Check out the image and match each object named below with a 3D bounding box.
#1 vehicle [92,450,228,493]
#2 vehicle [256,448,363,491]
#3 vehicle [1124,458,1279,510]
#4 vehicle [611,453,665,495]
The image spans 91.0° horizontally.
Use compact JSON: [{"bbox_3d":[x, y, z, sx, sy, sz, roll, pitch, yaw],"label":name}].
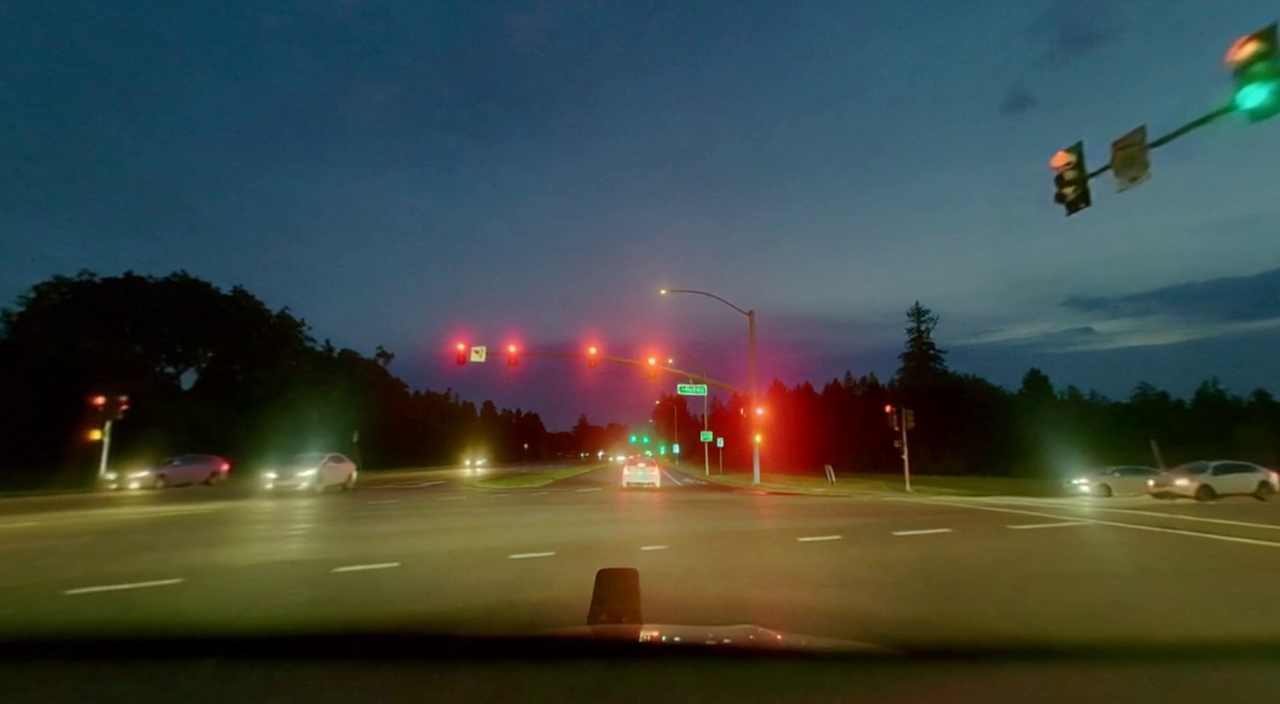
[{"bbox_3d":[-21.746,5.390,28.818,2.189,1.720,4.653,-1,-9,8],"label":"vehicle"},{"bbox_3d":[-14.080,5.009,27.172,2.024,1.663,4.502,0,-8,3],"label":"vehicle"},{"bbox_3d":[18.218,4.121,19.893,4.441,1.466,1.982,1,-9,-9],"label":"vehicle"},{"bbox_3d":[-0.070,4.692,24.522,1.954,1.469,3.465,0,-8,0],"label":"vehicle"}]
